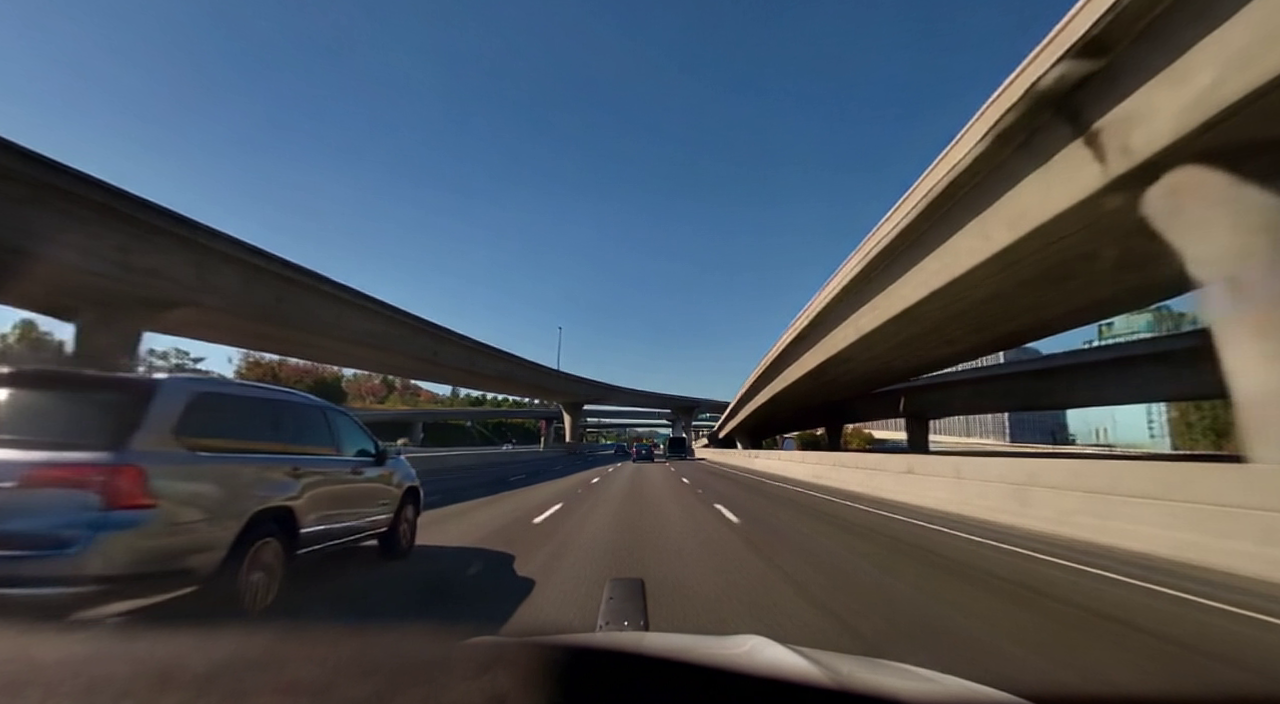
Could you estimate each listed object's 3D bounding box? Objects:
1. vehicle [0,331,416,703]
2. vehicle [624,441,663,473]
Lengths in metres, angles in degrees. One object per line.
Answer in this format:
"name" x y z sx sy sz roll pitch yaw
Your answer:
"vehicle" -4.005 1.200 5.687 2.147 1.918 4.834 0 -9 0
"vehicle" 0.184 5.926 35.812 2.052 1.711 4.223 0 -9 0
